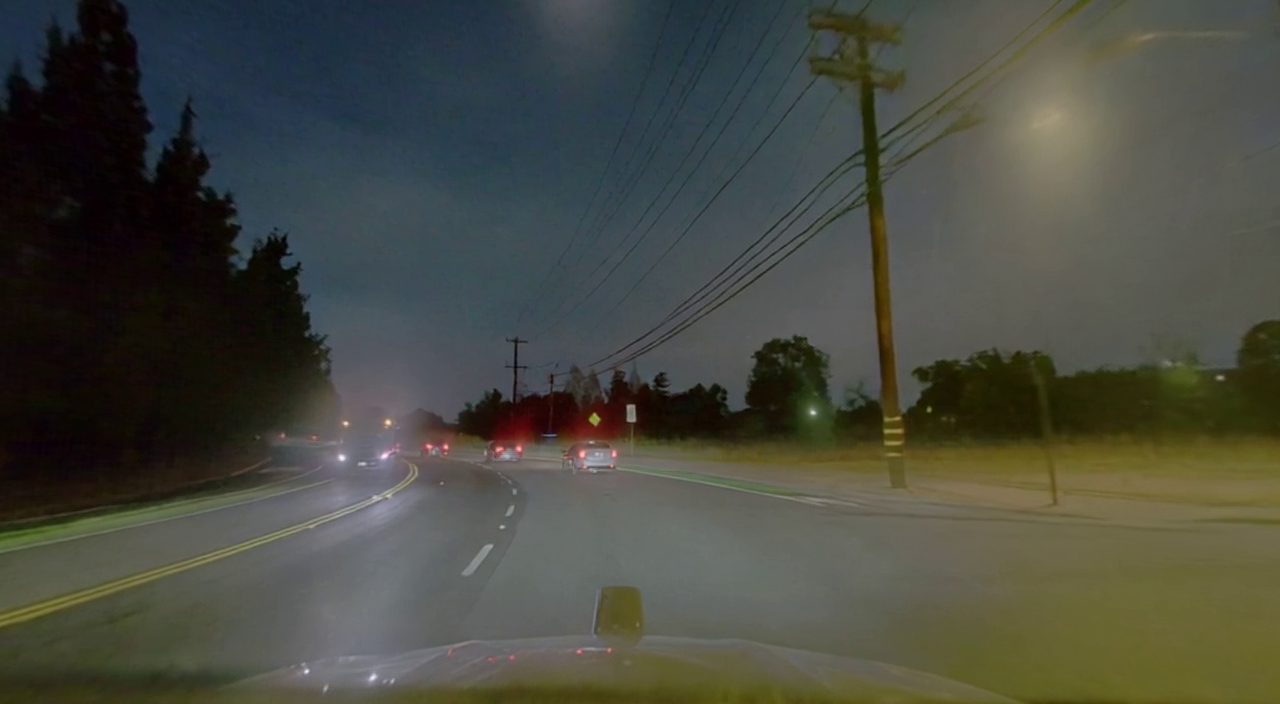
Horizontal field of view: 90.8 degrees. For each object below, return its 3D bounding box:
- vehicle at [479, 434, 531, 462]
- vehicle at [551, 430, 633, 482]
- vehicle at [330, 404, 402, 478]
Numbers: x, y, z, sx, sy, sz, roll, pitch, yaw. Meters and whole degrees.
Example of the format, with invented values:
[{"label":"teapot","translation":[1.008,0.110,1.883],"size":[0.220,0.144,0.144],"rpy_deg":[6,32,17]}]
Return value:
[{"label":"vehicle","translation":[-8.856,6.278,41.161],"size":[2.075,1.699,4.520],"rpy_deg":[4,-10,-28]},{"label":"vehicle","translation":[-1.958,3.980,24.326],"size":[2.140,1.767,4.720],"rpy_deg":[2,-9,-17]},{"label":"vehicle","translation":[-12.052,4.002,28.268],"size":[2.413,2.872,6.823],"rpy_deg":[3,-9,-20]}]
